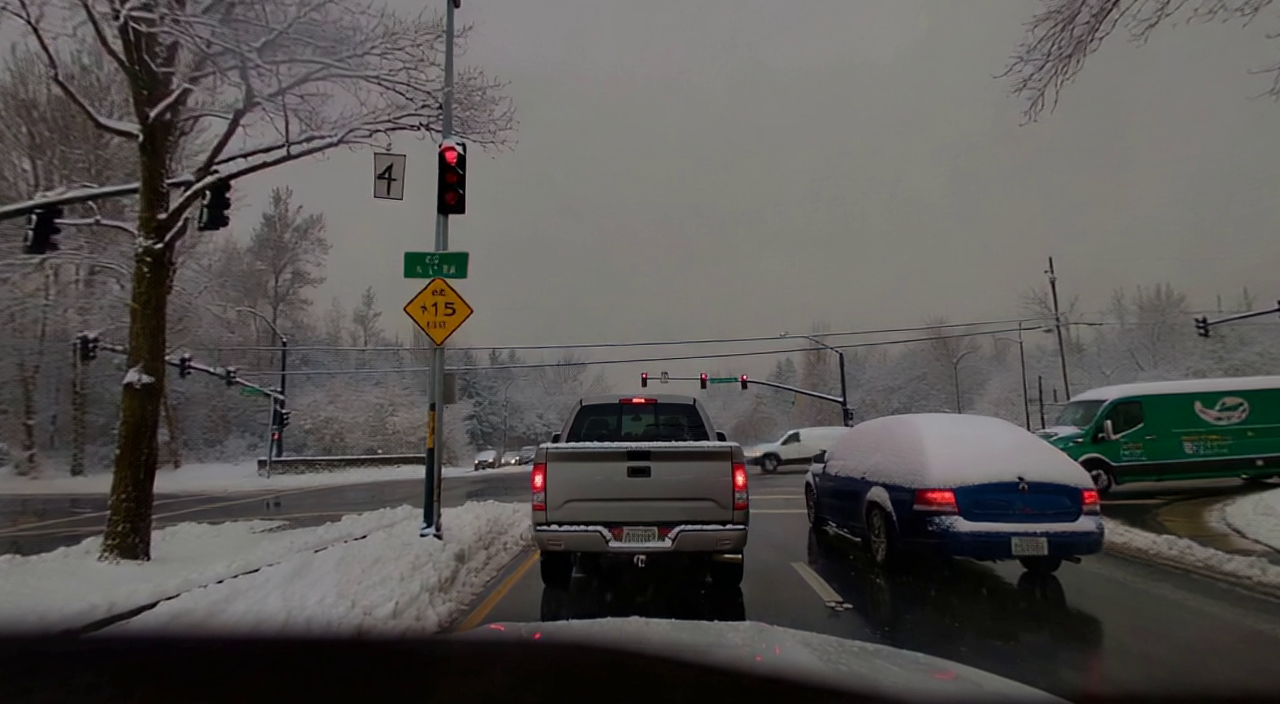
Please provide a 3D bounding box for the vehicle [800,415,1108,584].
[{"bbox_3d":[3.573,1.731,8.201,1.981,1.616,4.006,0,-8,1],"label":"vehicle"}]

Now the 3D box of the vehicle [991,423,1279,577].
[{"bbox_3d":[6.827,1.743,8.263,1.973,1.470,4.228,0,-8,0],"label":"vehicle"}]

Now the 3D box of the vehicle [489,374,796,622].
[{"bbox_3d":[0.044,1.474,7.356,2.326,1.880,4.964,0,-8,1],"label":"vehicle"}]
